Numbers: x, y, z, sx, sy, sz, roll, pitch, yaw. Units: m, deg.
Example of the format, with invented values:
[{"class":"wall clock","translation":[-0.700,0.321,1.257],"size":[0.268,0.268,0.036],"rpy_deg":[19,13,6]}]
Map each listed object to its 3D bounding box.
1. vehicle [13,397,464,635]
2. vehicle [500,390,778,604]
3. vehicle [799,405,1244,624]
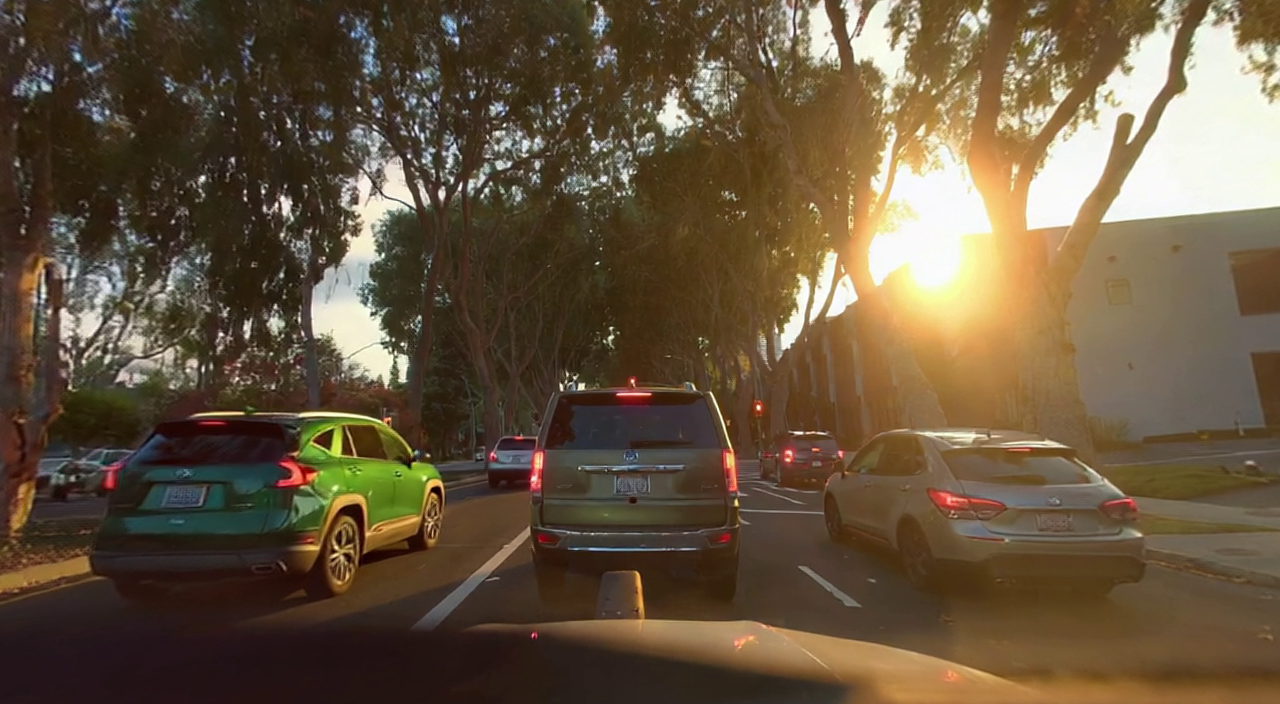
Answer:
[{"class":"vehicle","translation":[-3.371,1.444,6.501],"size":[1.961,1.639,4.064],"rpy_deg":[0,-9,-1]},{"class":"vehicle","translation":[-0.029,1.490,7.249],"size":[2.294,1.761,3.857],"rpy_deg":[0,-9,-1]},{"class":"vehicle","translation":[3.466,1.559,7.041],"size":[2.202,1.657,4.298],"rpy_deg":[0,-9,-1]}]
